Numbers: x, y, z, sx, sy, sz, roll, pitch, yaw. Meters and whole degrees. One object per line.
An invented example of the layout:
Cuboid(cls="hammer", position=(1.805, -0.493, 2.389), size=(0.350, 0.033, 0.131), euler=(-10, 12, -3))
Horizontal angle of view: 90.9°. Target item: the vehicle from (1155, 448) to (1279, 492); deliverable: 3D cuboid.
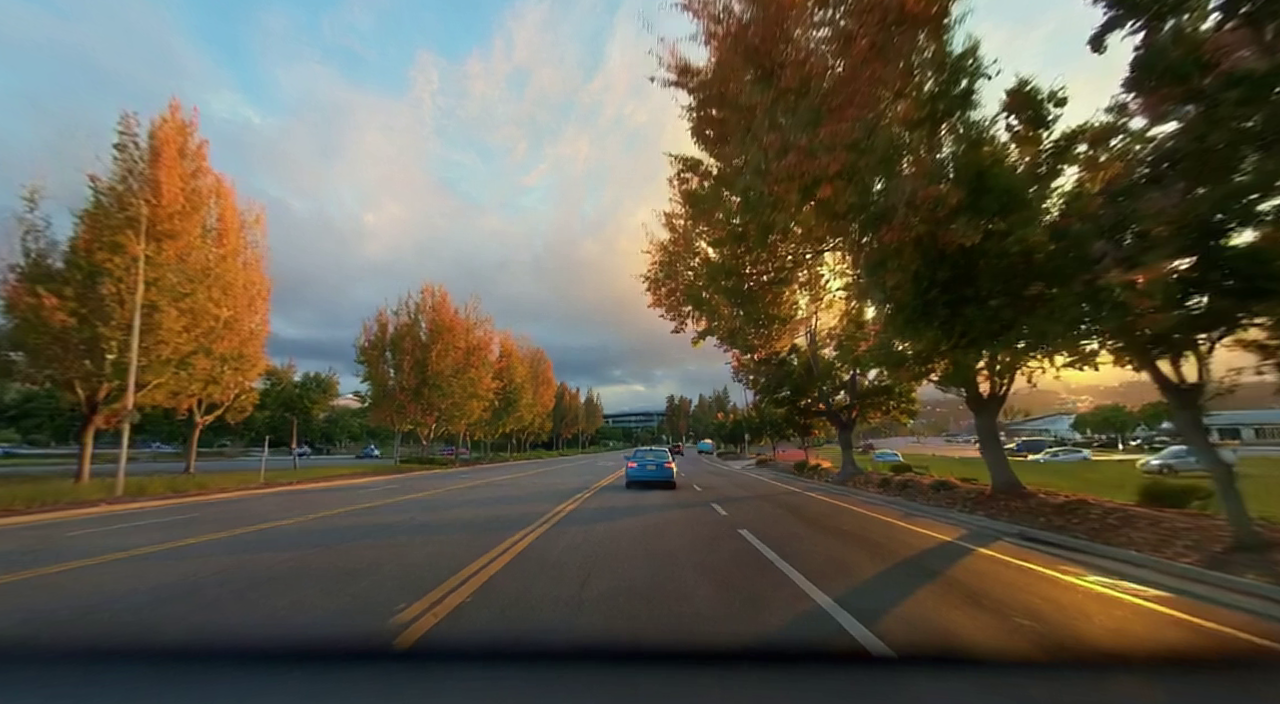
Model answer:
Cuboid(cls="vehicle", position=(23.528, 4.677, 25.155), size=(4.013, 1.505, 1.989), euler=(-3, -8, 4))

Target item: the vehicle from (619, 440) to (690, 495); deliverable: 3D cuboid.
Cuboid(cls="vehicle", position=(0.417, 3.575, 19.836), size=(2.010, 1.535, 3.735), euler=(0, -9, 0))
